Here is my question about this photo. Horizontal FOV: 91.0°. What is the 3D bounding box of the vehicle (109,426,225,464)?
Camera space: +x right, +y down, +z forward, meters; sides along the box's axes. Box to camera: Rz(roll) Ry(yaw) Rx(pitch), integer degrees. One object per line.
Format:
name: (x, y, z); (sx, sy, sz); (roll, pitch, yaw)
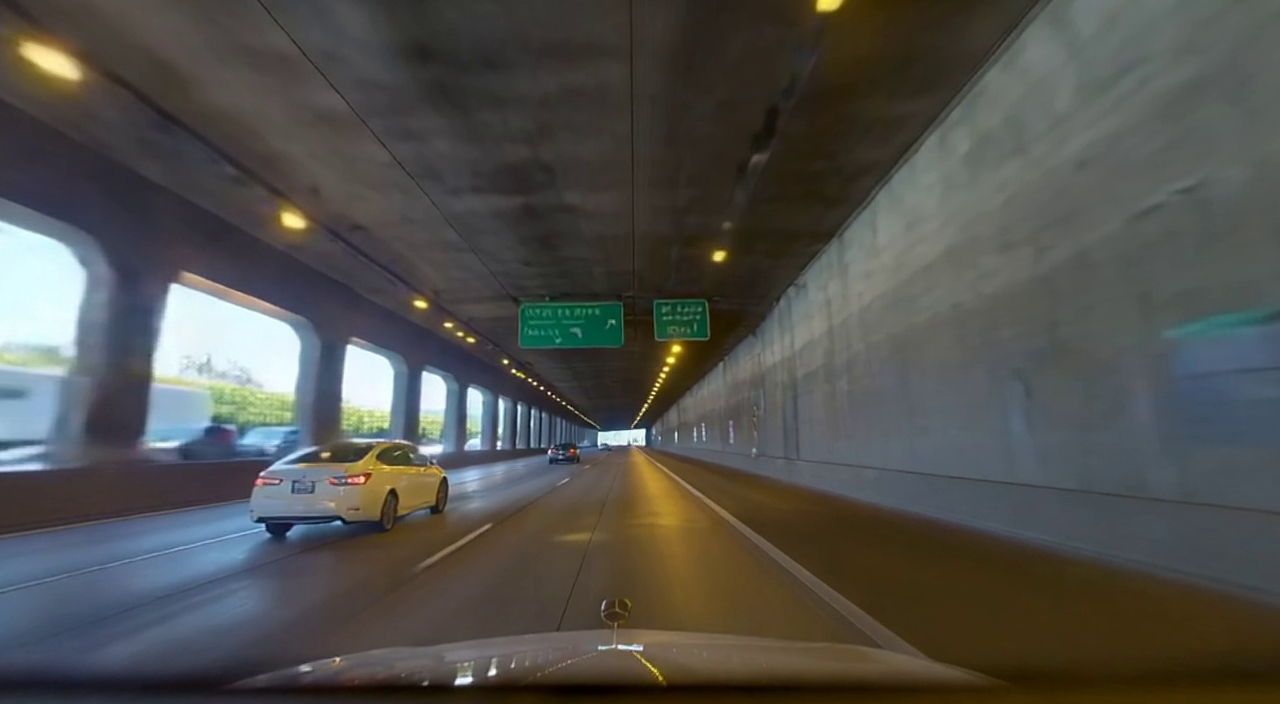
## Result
vehicle: (-20.048, 3.969, 26.925); (1.879, 1.499, 4.014); (0, -8, -2)

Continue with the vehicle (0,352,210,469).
vehicle: (-23.944, 2.595, 25.749); (2.981, 4.065, 13.881); (0, -8, 0)

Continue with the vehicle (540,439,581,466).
vehicle: (-4.667, 5.970, 37.457); (1.973, 1.474, 4.199); (0, -8, -1)

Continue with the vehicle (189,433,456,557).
vehicle: (-4.351, 1.981, 9.553); (1.885, 1.424, 4.230); (0, -8, 0)
